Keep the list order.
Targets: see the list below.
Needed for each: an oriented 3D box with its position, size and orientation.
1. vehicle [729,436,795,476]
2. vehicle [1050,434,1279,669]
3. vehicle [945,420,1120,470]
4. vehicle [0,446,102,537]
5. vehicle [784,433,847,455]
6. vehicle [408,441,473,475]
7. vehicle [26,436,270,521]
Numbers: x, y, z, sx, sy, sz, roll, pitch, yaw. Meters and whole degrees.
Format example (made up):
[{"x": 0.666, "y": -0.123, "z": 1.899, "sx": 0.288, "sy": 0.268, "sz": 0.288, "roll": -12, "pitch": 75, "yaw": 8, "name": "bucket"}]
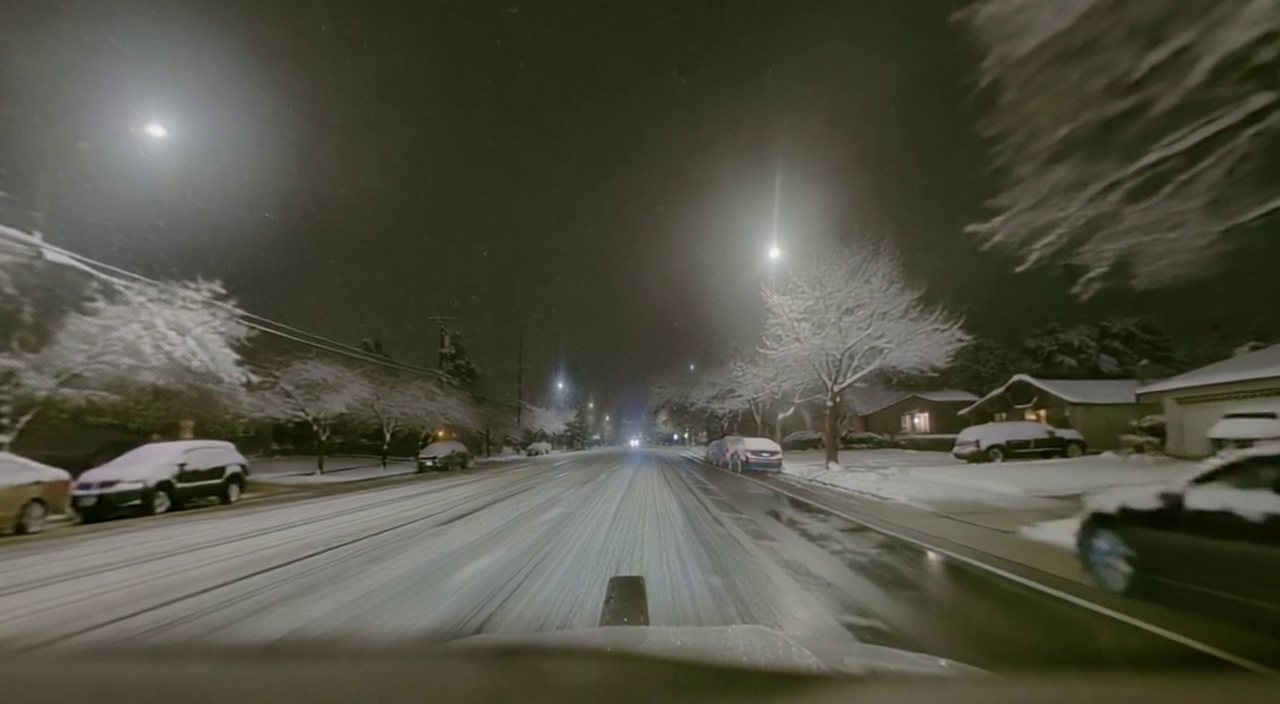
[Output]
[{"x": 5.232, "y": 4.522, "z": 27.676, "sx": 1.885, "sy": 1.603, "sz": 5.235, "roll": 0, "pitch": -8, "yaw": 1, "name": "vehicle"}, {"x": 5.037, "y": 1.236, "z": 3.891, "sx": 2.059, "sy": 1.449, "sz": 4.168, "roll": 0, "pitch": -10, "yaw": -2, "name": "vehicle"}, {"x": 14.189, "y": 3.375, "z": 23.027, "sx": 4.902, "sy": 1.667, "sz": 2.162, "roll": -1, "pitch": -8, "yaw": 0, "name": "vehicle"}, {"x": -12.046, "y": 2.429, "z": 10.563, "sx": 1.940, "sy": 1.496, "sz": 4.654, "roll": -2, "pitch": -7, "yaw": 0, "name": "vehicle"}, {"x": 13.856, "y": 7.302, "z": 49.870, "sx": 4.317, "sy": 1.595, "sz": 2.095, "roll": 1, "pitch": -9, "yaw": 0, "name": "vehicle"}, {"x": -11.489, "y": 6.082, "z": 36.614, "sx": 2.054, "sy": 1.704, "sz": 4.710, "roll": -3, "pitch": -8, "yaw": 3, "name": "vehicle"}, {"x": -12.000, "y": 3.062, "z": 15.971, "sx": 2.228, "sy": 1.766, "sz": 4.770, "roll": 1, "pitch": -8, "yaw": 1, "name": "vehicle"}]
